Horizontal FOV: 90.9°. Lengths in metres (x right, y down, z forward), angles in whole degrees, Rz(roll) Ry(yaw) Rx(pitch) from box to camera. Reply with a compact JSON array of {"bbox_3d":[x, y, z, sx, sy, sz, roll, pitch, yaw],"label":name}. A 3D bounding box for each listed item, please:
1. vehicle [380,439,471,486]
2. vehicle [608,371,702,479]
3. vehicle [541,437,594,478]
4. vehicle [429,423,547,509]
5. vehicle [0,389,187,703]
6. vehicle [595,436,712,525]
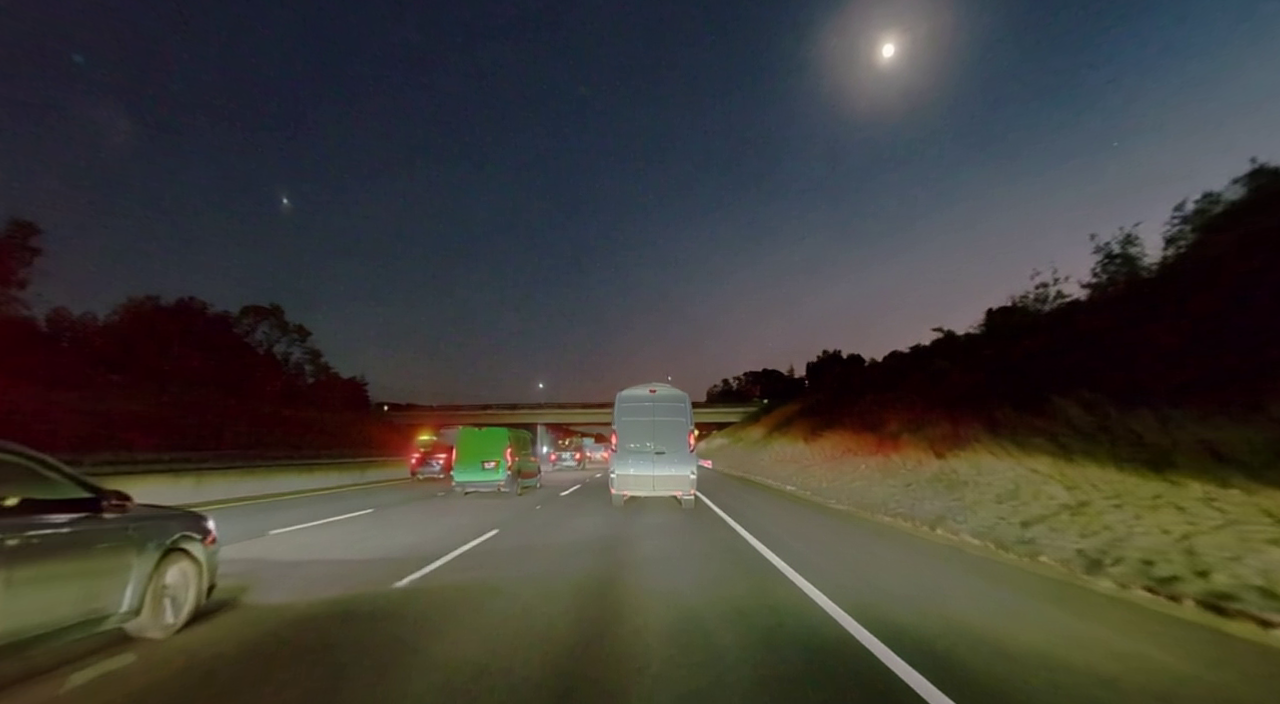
[{"bbox_3d":[-8.398,4.365,25.138,2.093,1.675,4.233,0,-9,0],"label":"vehicle"},{"bbox_3d":[0.452,4.043,31.697,3.289,3.822,18.653,0,-9,0],"label":"vehicle"},{"bbox_3d":[-3.516,5.217,31.319,2.068,1.862,4.234,0,-9,0],"label":"vehicle"},{"bbox_3d":[-3.673,2.840,16.023,1.951,1.882,3.979,0,-9,1],"label":"vehicle"},{"bbox_3d":[-3.778,0.837,2.098,1.845,1.554,3.565,0,-9,0],"label":"vehicle"},{"bbox_3d":[0.220,2.469,12.522,1.991,1.507,3.391,0,-9,0],"label":"vehicle"}]
